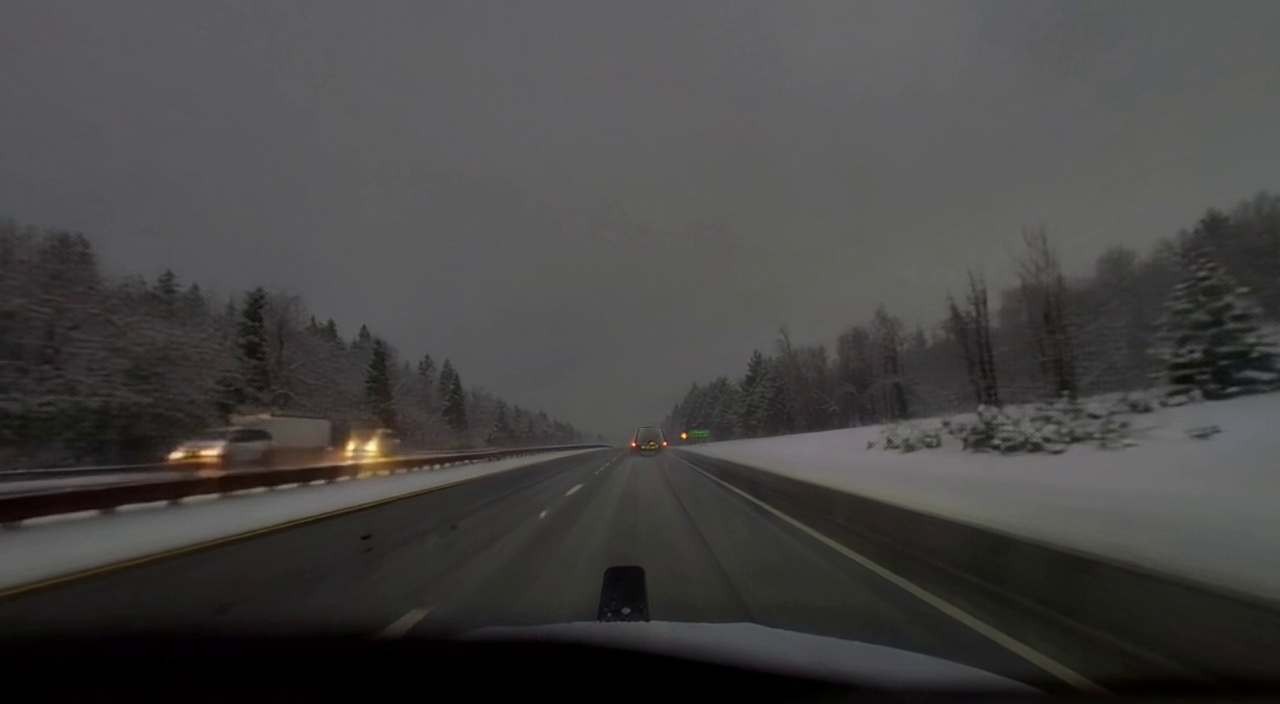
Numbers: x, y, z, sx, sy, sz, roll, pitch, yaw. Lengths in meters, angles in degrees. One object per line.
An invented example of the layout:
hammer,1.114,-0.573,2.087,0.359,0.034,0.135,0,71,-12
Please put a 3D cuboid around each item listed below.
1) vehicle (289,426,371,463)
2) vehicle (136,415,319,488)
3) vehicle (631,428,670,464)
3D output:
vehicle,-16.254,4.842,33.237,1.891,1.776,4.615,-1,-8,1
vehicle,-16.477,4.042,25.937,2.575,2.531,7.355,1,-8,-1
vehicle,0.655,5.921,39.646,2.277,2.109,4.922,1,-8,1
